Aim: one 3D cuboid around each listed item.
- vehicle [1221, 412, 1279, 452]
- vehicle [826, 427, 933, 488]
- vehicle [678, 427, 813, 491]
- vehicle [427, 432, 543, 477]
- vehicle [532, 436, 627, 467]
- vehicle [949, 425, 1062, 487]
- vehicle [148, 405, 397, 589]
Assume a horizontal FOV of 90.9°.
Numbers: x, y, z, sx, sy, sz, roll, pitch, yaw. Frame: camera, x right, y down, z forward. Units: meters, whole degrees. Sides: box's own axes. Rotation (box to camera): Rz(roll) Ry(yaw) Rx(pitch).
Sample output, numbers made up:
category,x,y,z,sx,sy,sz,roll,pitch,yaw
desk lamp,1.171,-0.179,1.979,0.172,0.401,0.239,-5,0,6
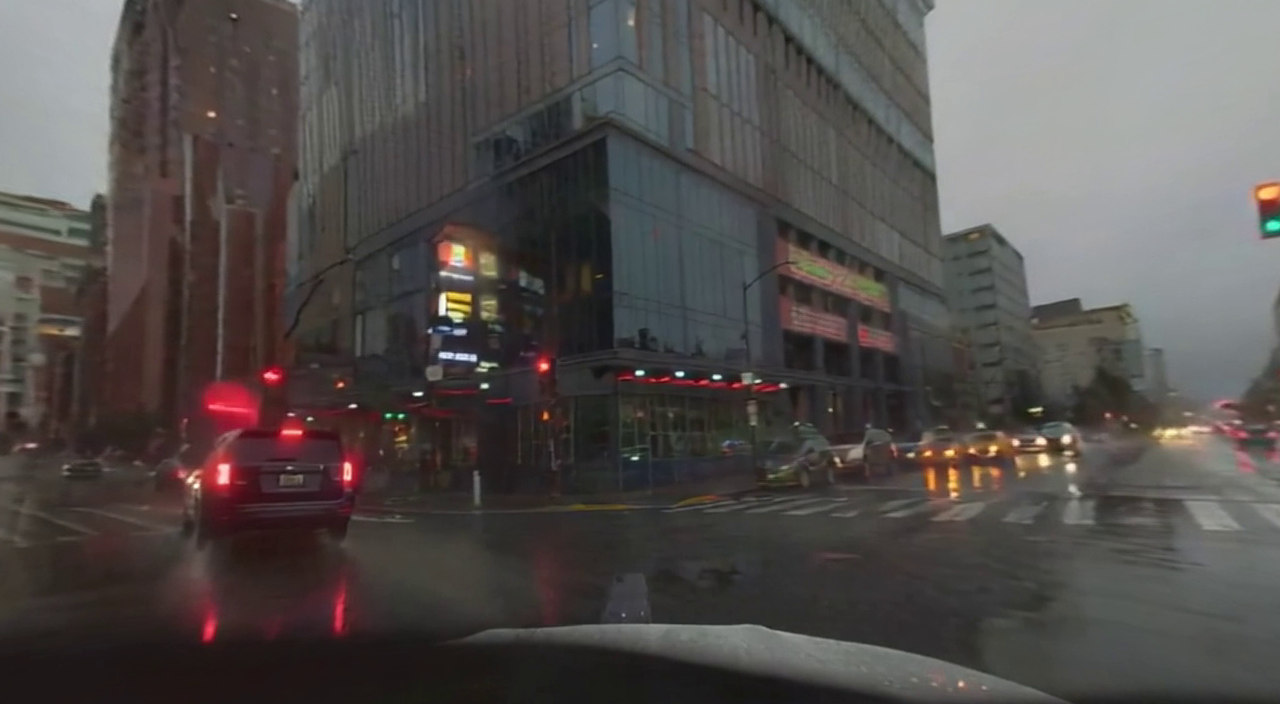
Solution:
category,x,y,z,sx,sy,sz,roll,pitch,yaw
vehicle,32.791,4.299,33.385,2.115,1.932,5.189,-6,-10,34
vehicle,7.126,3.067,18.549,1.931,1.561,3.882,-6,-10,35
vehicle,3.452,3.302,19.788,1.993,1.708,5.219,-6,-10,36
vehicle,-6.398,4.201,25.967,4.511,1.670,2.082,-6,-12,35
vehicle,-2.917,4.670,29.789,4.286,1.210,1.877,-6,-5,37
vehicle,10.365,2.885,17.709,2.149,1.487,4.667,-6,-10,36
vehicle,-5.421,1.843,8.978,2.157,1.863,4.665,7,-11,-39
